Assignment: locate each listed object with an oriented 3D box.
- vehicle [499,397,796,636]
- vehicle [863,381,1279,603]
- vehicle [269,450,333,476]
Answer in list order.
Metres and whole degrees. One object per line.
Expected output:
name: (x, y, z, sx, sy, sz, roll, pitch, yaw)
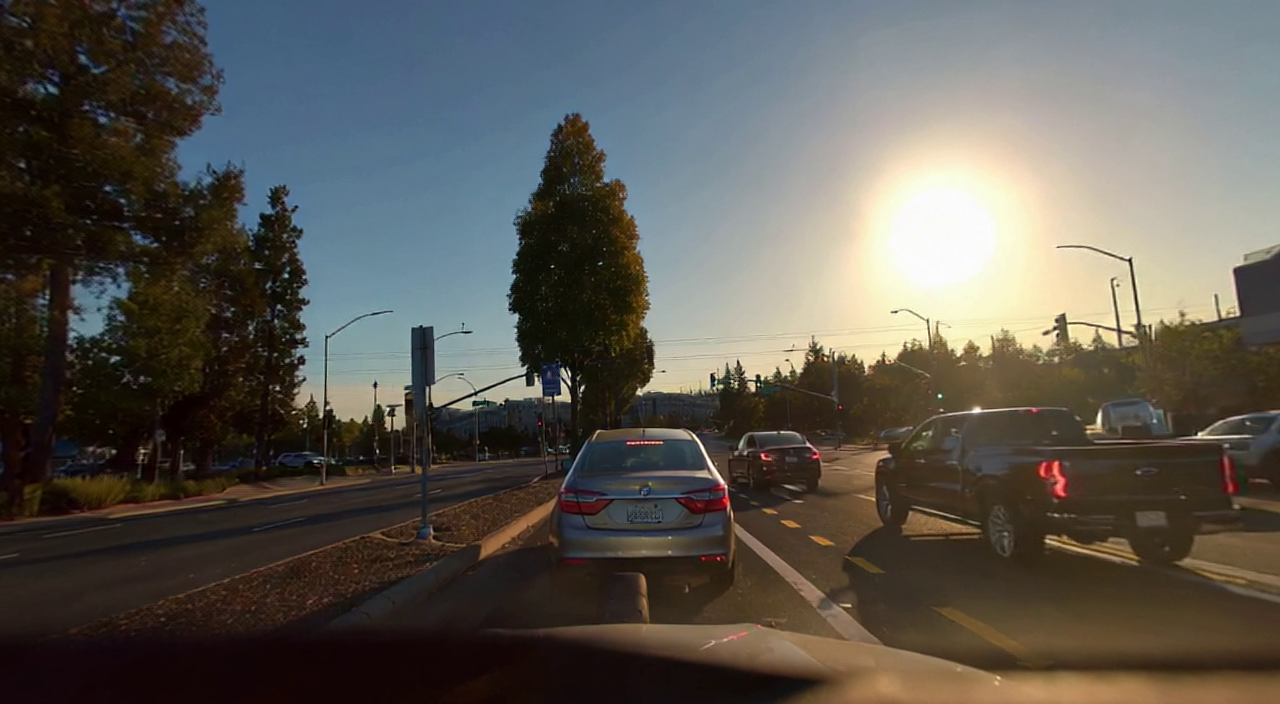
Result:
vehicle: (0.017, 1.462, 6.565, 2.116, 1.677, 3.948, 0, -8, -1)
vehicle: (4.566, 1.482, 7.569, 2.019, 1.803, 4.634, 0, -8, -1)
vehicle: (-24.026, 7.841, 44.883, 1.798, 1.706, 4.385, -1, -8, 6)
